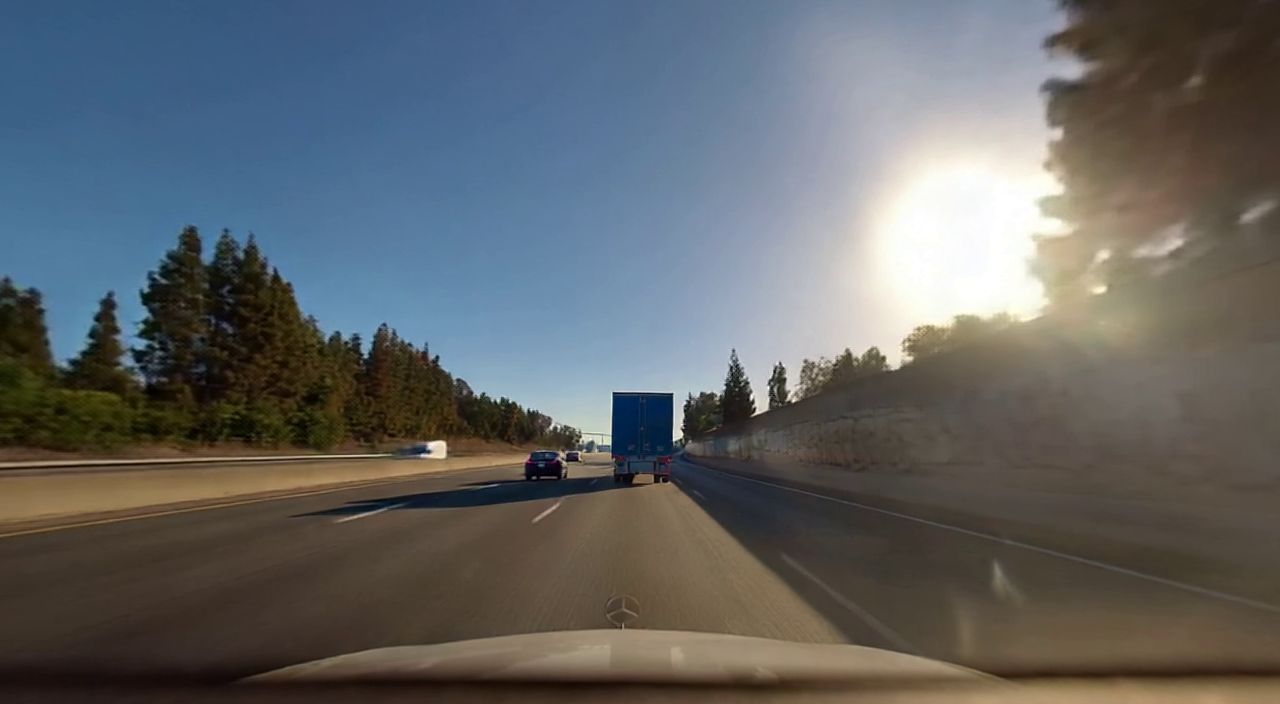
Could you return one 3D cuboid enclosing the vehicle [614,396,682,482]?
[{"bbox_3d":[0.249,4.509,31.993,2.915,3.661,9.741,0,-9,-1],"label":"vehicle"}]

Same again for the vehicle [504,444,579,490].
[{"bbox_3d":[-3.468,4.131,22.923,2.020,1.505,4.171,0,-9,0],"label":"vehicle"}]
